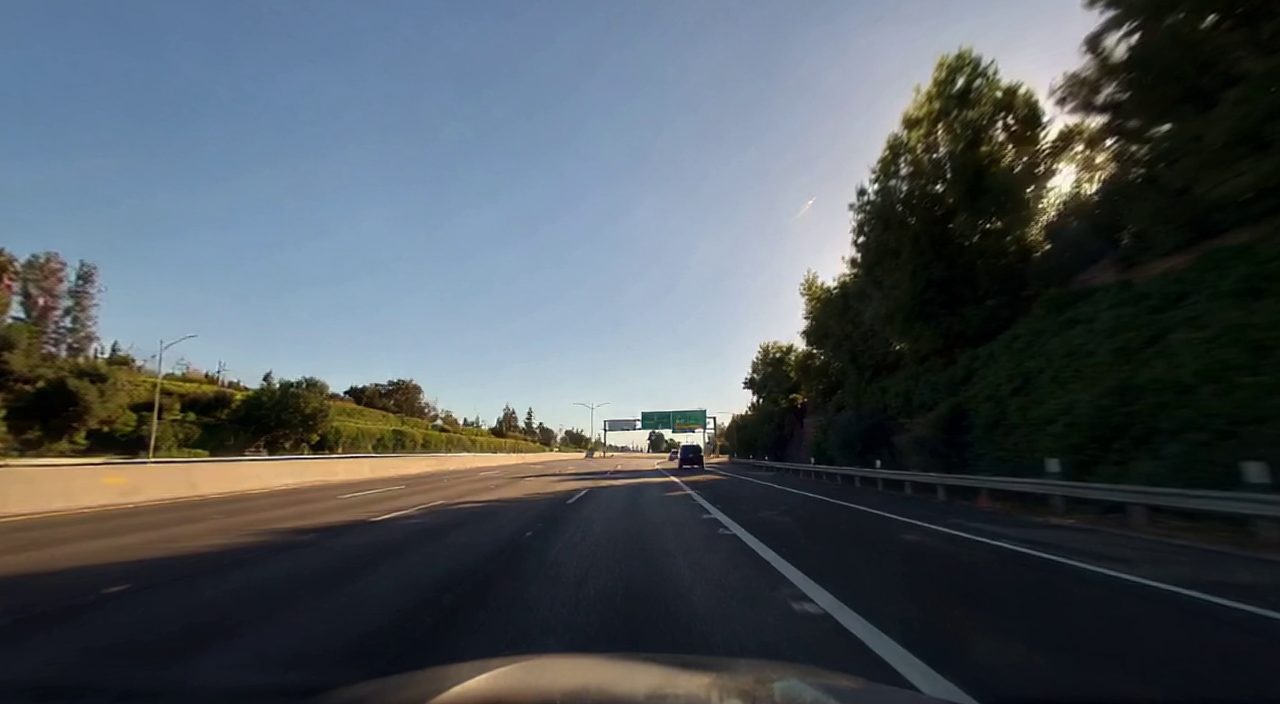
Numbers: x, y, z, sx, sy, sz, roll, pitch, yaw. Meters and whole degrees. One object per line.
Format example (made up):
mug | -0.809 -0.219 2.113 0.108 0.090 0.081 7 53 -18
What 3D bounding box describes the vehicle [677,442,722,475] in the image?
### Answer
vehicle | 3.484 6.329 37.742 2.225 1.833 4.340 0 -9 0
